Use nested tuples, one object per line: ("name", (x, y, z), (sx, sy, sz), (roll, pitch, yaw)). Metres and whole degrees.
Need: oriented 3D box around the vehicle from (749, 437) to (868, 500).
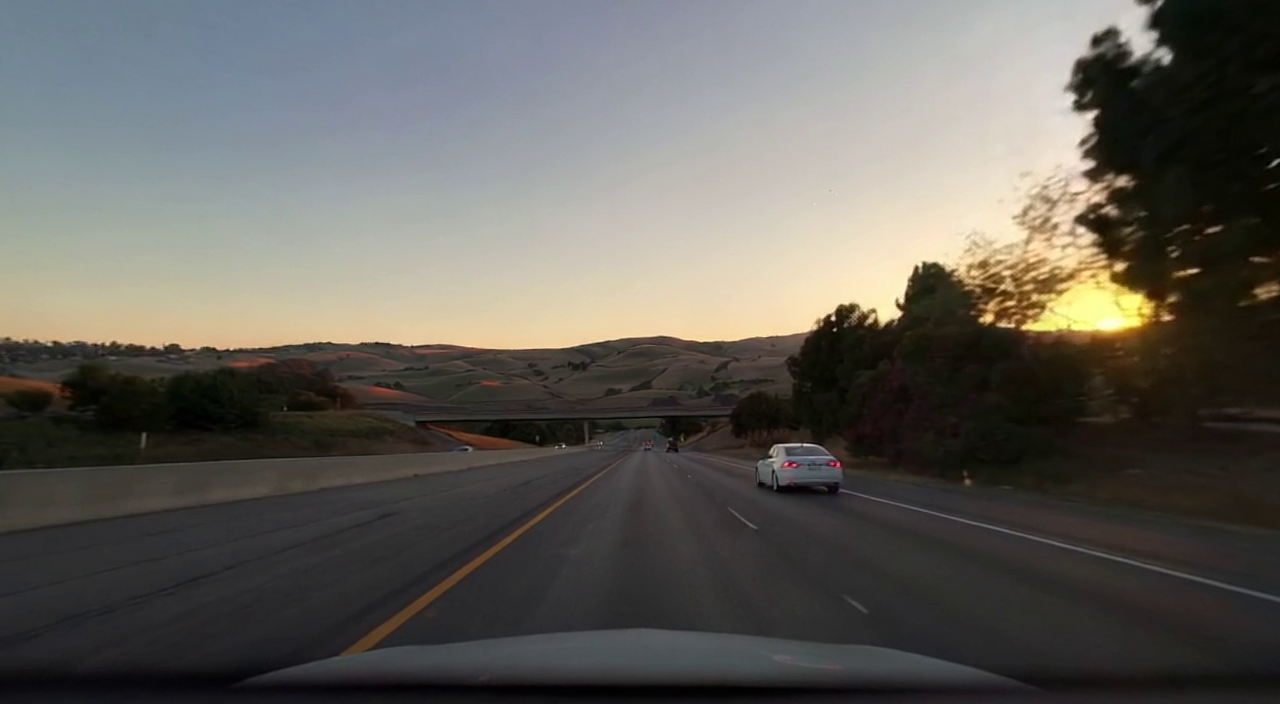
("vehicle", (4.478, 3.162, 17.644), (2.027, 1.487, 4.718), (0, -8, 0))
